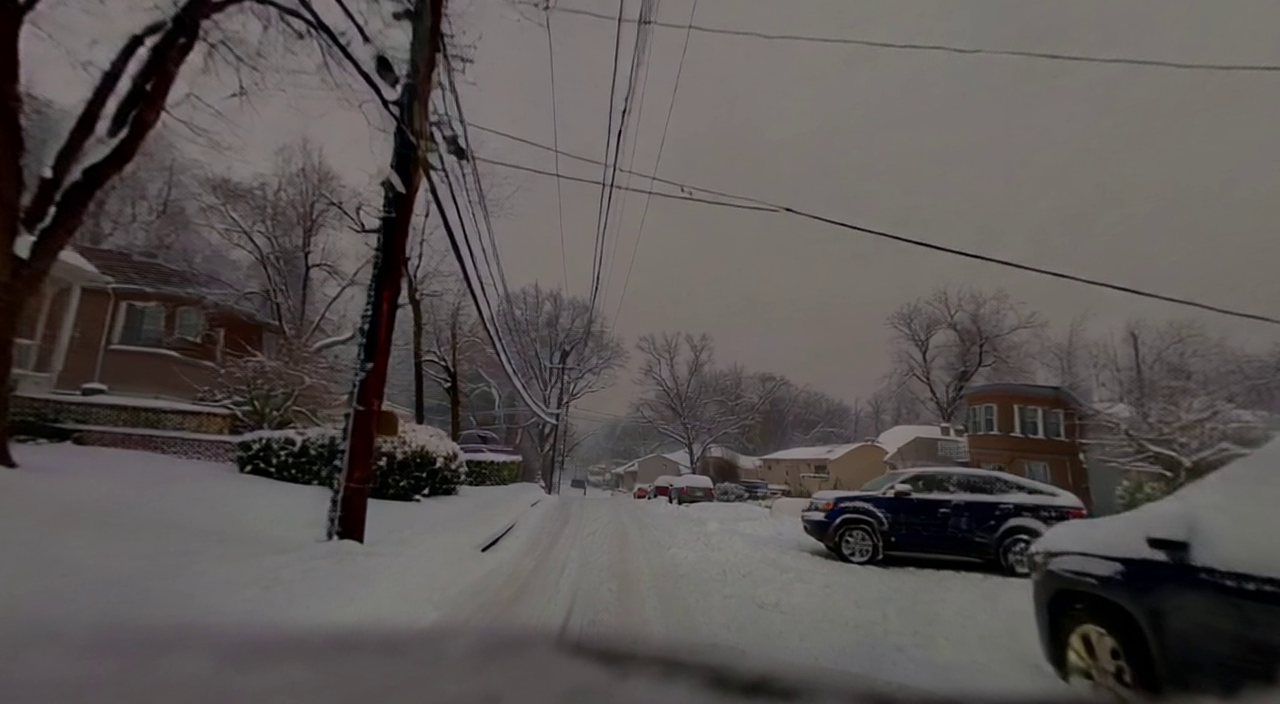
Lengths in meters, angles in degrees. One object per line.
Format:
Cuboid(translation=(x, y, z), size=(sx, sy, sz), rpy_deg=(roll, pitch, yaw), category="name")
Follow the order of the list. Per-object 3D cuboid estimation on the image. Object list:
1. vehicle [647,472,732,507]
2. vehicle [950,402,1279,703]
Cuboid(translation=(2.721, 7.663, 35.263), size=(4.413, 1.728, 1.869), rpy_deg=(1, -9, -9), category="vehicle")
Cuboid(translation=(3.256, 0.892, 1.710), size=(2.133, 1.566, 4.737), rpy_deg=(0, -9, -5), category="vehicle")
